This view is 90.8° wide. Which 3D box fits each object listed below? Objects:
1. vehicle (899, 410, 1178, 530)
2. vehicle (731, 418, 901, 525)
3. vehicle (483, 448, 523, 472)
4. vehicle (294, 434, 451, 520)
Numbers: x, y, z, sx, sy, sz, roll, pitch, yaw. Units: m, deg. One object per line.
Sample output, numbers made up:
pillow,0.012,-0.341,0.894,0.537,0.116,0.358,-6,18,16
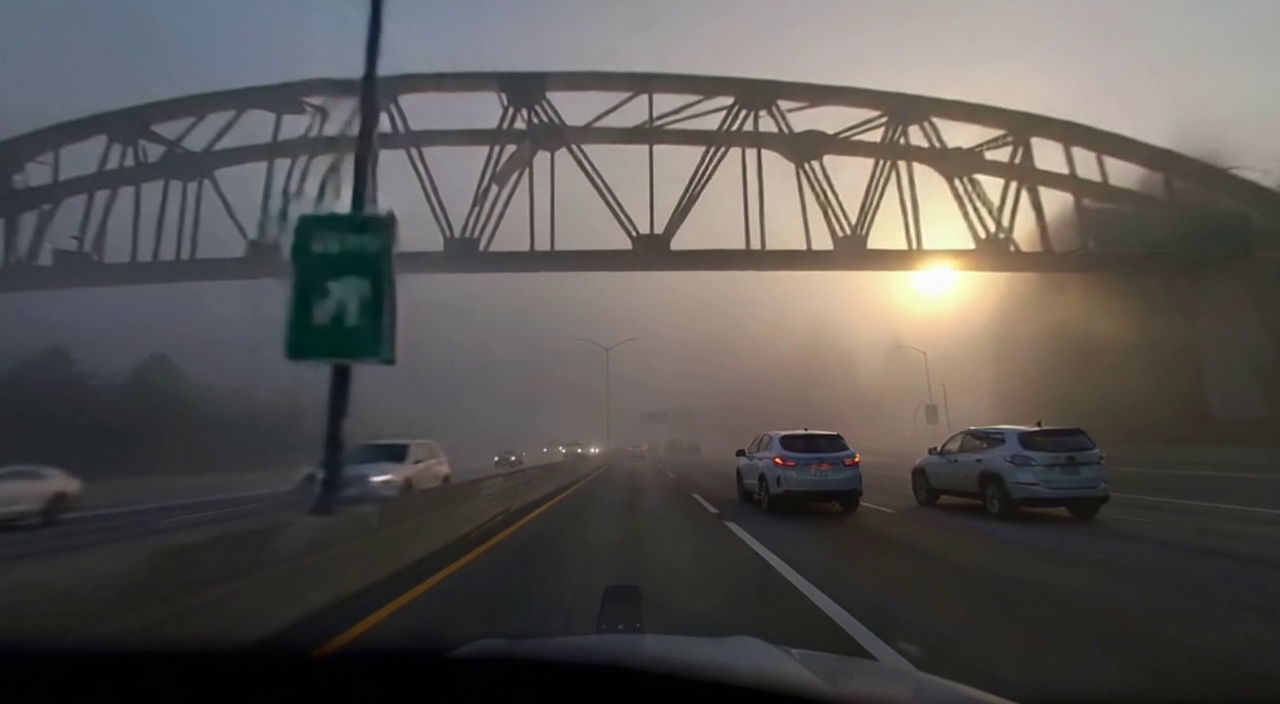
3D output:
vehicle,7.072,2.160,12.102,2.040,1.801,4.959,0,-9,-1
vehicle,3.177,2.268,12.478,2.059,1.711,4.302,0,-9,0
vehicle,-9.392,7.405,43.507,1.922,1.523,3.645,0,-8,0
vehicle,-5.727,2.691,14.110,1.827,1.619,3.866,0,-9,-1
